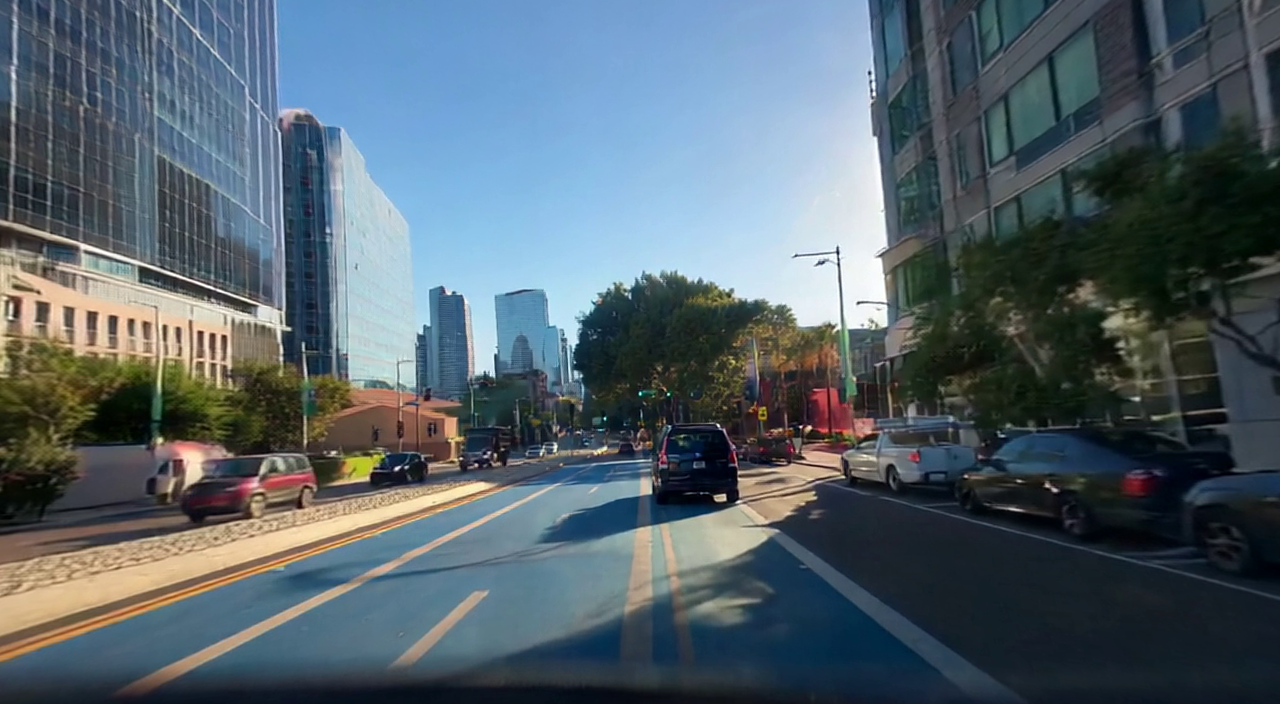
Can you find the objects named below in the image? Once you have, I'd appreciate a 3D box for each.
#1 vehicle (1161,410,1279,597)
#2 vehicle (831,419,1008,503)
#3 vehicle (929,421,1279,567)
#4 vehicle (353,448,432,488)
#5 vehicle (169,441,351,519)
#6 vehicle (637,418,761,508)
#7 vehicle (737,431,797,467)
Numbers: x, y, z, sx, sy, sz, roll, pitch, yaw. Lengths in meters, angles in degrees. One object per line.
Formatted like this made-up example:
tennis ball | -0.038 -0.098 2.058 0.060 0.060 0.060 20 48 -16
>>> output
vehicle | 6.628 1.176 4.529 1.927 1.631 4.417 0 -9 0
vehicle | 6.794 2.748 16.258 2.088 1.761 5.697 -1 -9 2
vehicle | 6.476 1.913 9.376 2.106 1.550 5.046 -1 -9 2
vehicle | -11.994 5.620 30.999 2.191 1.763 5.059 0 -9 -4
vehicle | -10.040 3.371 17.253 2.072 1.806 4.736 0 -8 -1
vehicle | 1.174 2.550 14.847 2.283 1.773 4.255 0 -9 -3
vehicle | 6.929 5.368 34.884 2.205 1.823 5.078 0 -9 0
